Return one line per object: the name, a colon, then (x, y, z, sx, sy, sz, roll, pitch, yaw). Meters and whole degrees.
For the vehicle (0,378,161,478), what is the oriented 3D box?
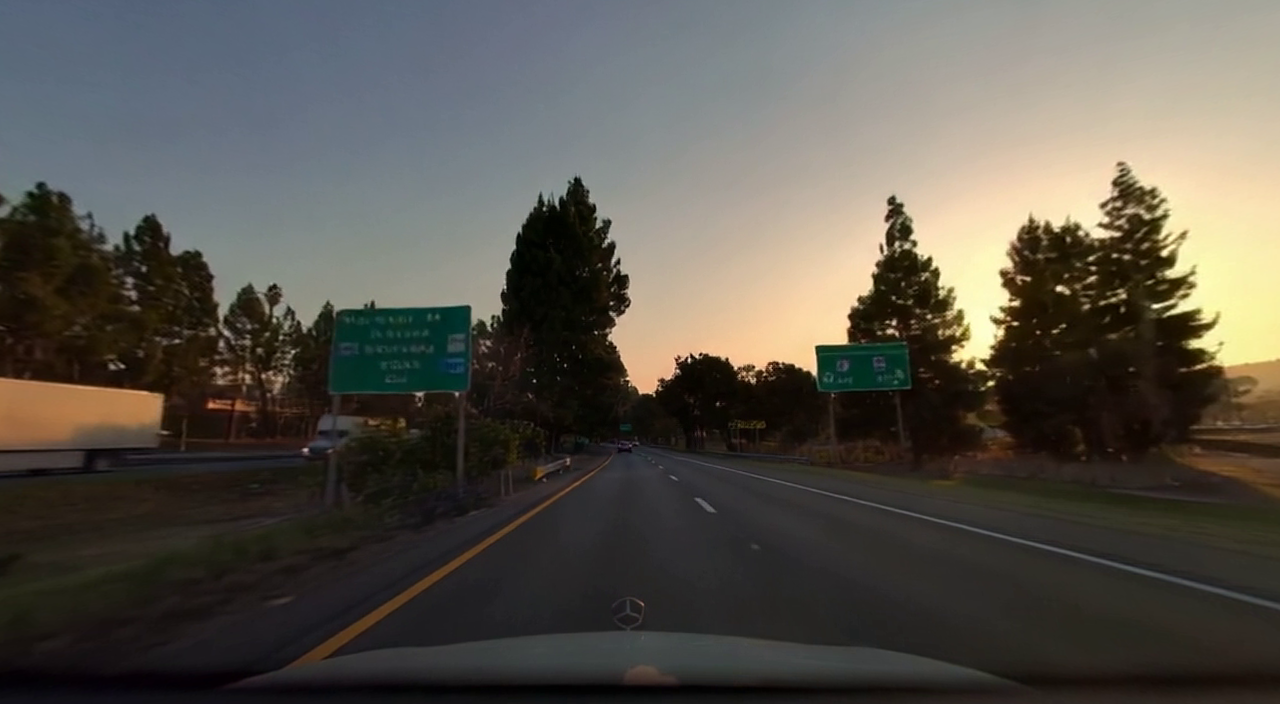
vehicle: (-28.661, 3.325, 27.309, 2.920, 4.198, 16.691, 0, -8, 0)
